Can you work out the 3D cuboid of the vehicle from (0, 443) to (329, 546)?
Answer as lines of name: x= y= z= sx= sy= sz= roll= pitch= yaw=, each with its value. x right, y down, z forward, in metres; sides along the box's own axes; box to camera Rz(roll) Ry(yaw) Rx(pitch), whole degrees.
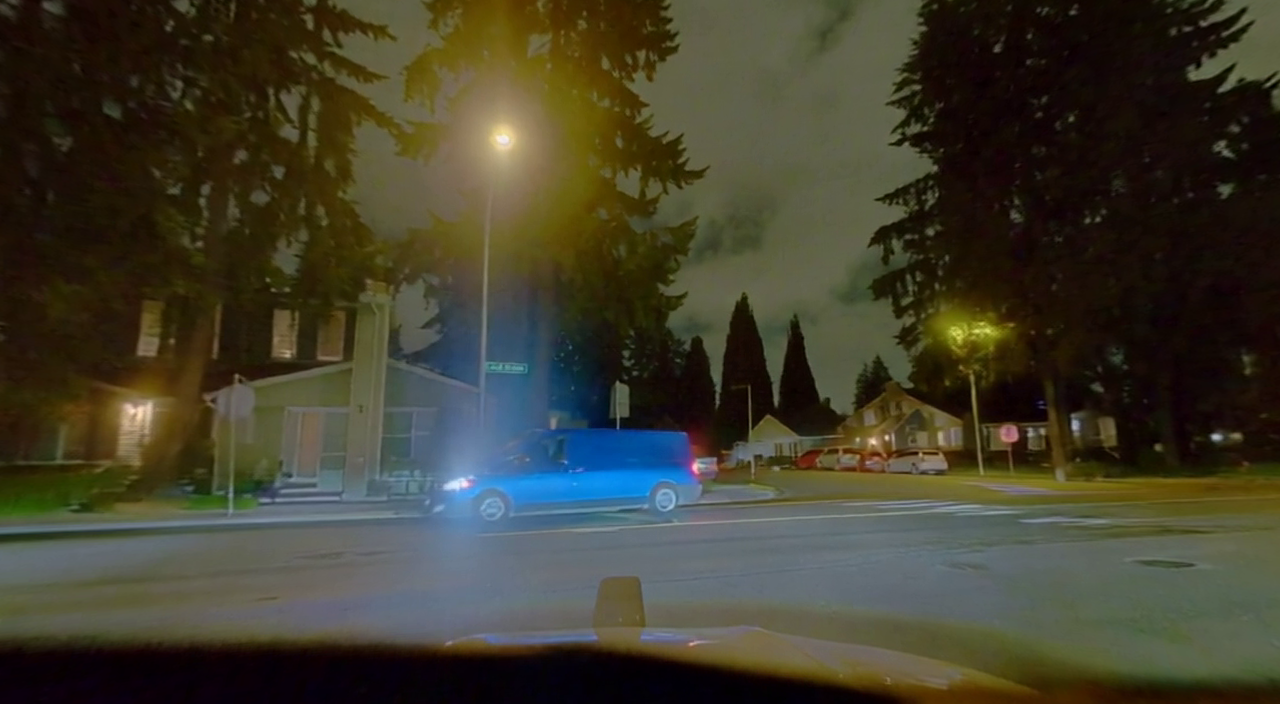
vehicle: x=-10.306 y=2.764 z=12.898 sx=6.643 sy=1.777 sz=2.925 roll=3 pitch=-9 yaw=-17

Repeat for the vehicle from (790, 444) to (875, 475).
vehicle: x=12.892 y=7.179 z=42.361 sx=4.984 sy=1.912 sz=2.132 roll=3 pitch=-9 yaw=-16

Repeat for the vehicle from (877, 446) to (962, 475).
vehicle: x=15.141 y=5.872 z=34.294 sx=3.863 sy=1.453 sz=1.826 roll=3 pitch=-8 yaw=-15

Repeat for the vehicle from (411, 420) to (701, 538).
vehicle: x=-1.591 y=2.298 z=11.951 sx=5.047 sy=1.851 sz=2.103 roll=3 pitch=-9 yaw=-20
